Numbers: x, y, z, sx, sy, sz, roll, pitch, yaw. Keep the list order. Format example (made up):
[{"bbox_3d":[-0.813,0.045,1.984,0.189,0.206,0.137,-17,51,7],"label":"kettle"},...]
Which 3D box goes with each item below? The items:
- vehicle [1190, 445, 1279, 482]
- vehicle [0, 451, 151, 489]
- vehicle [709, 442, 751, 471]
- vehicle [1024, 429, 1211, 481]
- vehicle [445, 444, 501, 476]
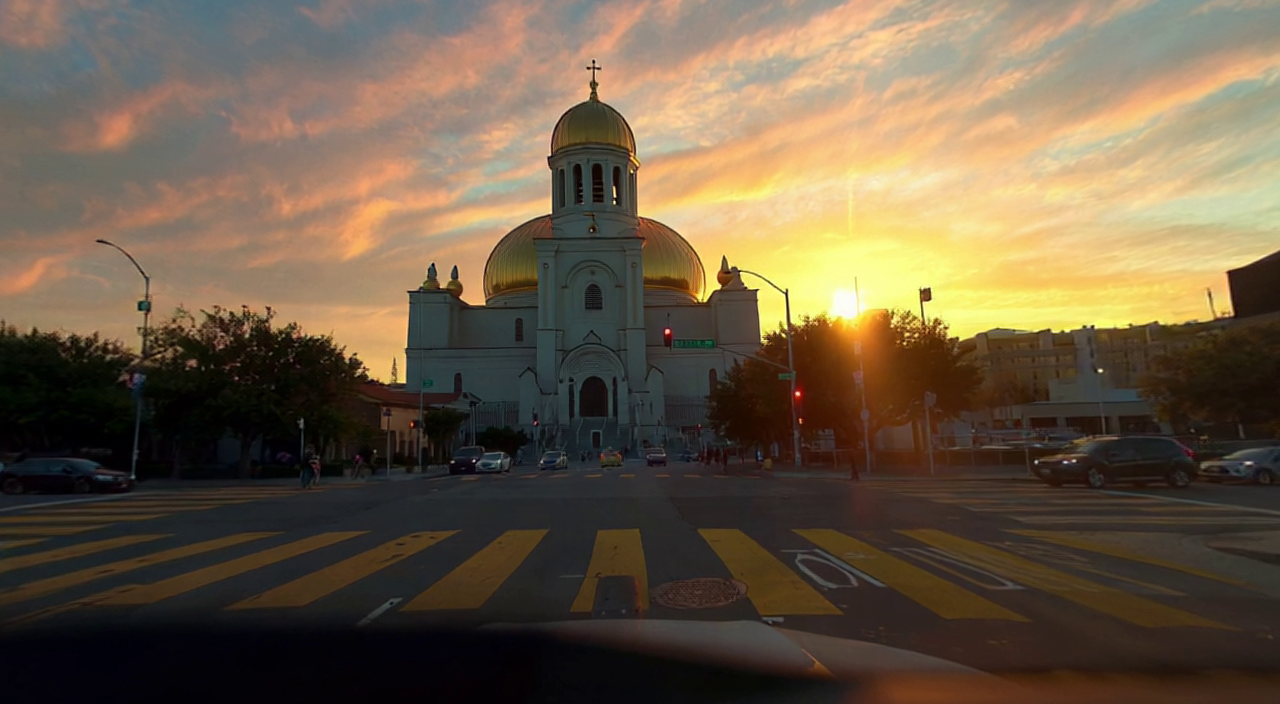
[{"bbox_3d":[26.392,4.673,26.660,4.561,1.475,1.850,0,-8,0],"label":"vehicle"},{"bbox_3d":[-23.337,4.862,26.214,4.479,1.476,1.873,0,-8,1],"label":"vehicle"},{"bbox_3d":[5.841,6.851,41.489,1.969,1.776,4.329,0,-8,-1],"label":"vehicle"},{"bbox_3d":[19.884,4.291,26.541,5.852,2.057,2.361,0,-8,0],"label":"vehicle"},{"bbox_3d":[-10.215,6.608,38.946,2.076,1.876,4.669,0,-8,1],"label":"vehicle"}]
